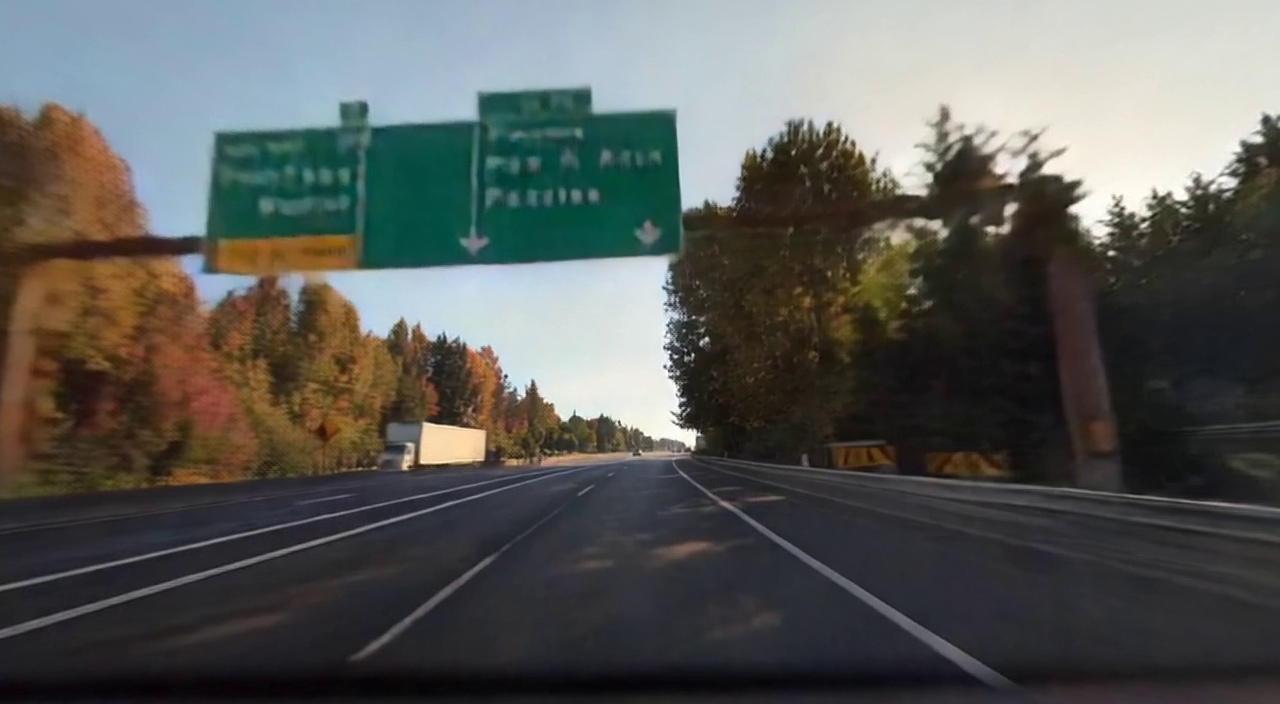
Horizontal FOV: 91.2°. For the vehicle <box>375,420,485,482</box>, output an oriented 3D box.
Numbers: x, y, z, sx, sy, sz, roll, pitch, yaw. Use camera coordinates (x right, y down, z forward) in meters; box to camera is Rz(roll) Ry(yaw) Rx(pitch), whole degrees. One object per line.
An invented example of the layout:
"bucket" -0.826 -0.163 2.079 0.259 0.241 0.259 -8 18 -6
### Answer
"vehicle" -15.506 7.555 48.033 2.910 4.014 14.092 -1 -9 3
